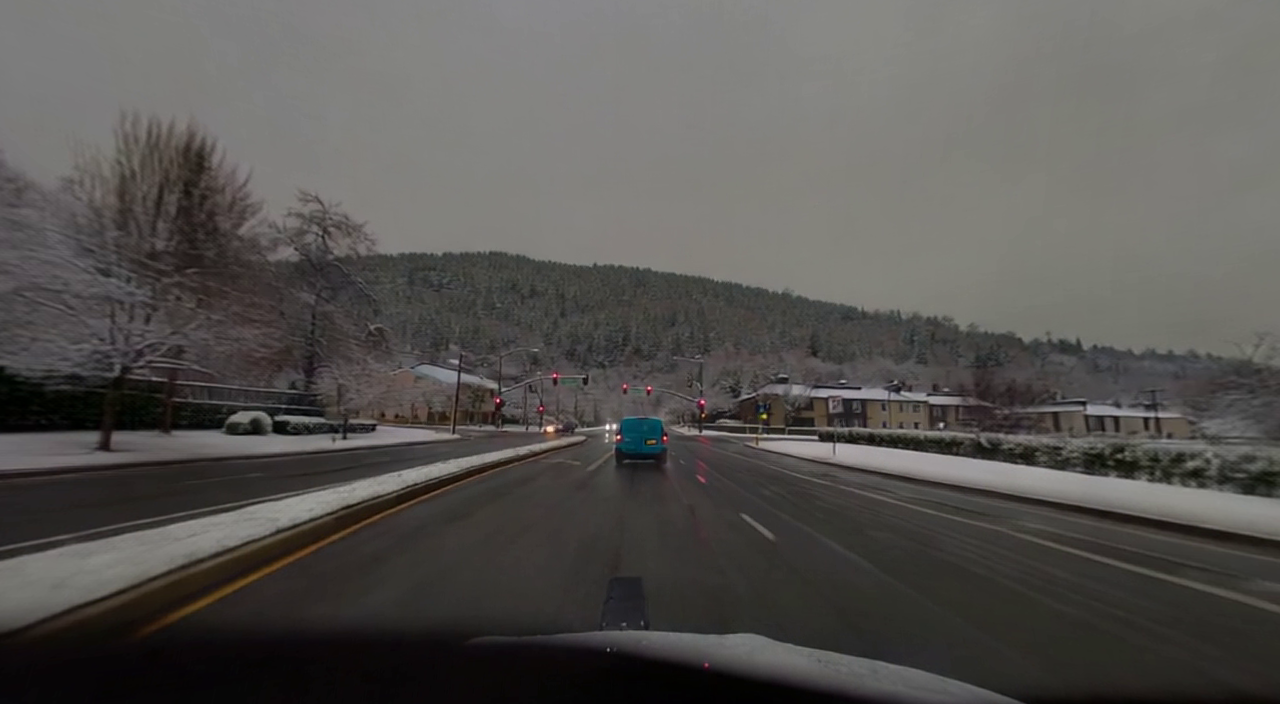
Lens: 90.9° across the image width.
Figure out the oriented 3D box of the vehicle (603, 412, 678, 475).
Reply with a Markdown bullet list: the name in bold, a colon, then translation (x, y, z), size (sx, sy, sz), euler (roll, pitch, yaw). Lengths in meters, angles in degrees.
- **vehicle**: translation (0.014, 2.984, 20.623), size (2.185, 1.822, 4.391), euler (0, -8, 0)
